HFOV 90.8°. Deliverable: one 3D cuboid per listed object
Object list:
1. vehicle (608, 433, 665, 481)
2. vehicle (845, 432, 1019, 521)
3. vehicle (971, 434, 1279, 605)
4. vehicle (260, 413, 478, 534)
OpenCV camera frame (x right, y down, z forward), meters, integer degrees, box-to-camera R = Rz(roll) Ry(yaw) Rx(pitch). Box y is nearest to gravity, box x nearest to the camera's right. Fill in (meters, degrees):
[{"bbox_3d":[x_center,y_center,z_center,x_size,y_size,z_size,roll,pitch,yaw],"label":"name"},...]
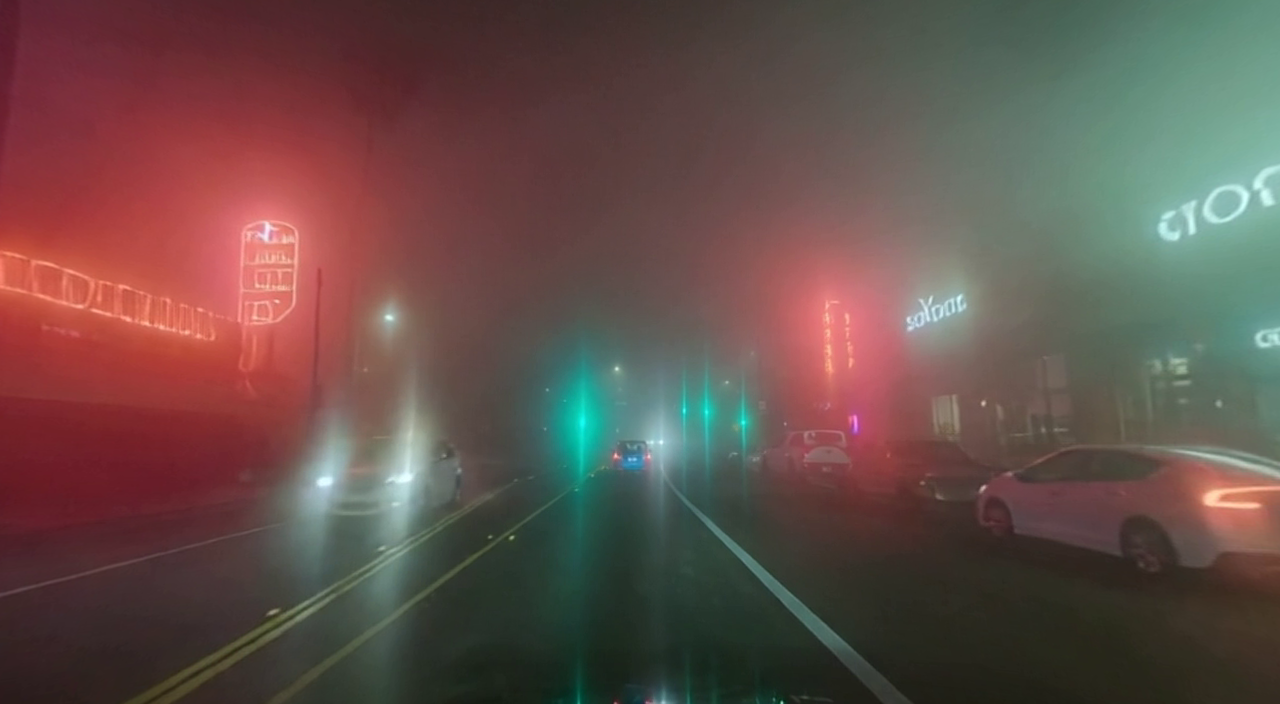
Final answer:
[{"bbox_3d":[-0.178,4.100,24.962,2.063,1.664,4.471,0,-8,-1],"label":"vehicle"},{"bbox_3d":[6.089,2.608,13.828,1.747,1.619,4.157,0,-8,-1],"label":"vehicle"},{"bbox_3d":[6.260,1.814,7.873,1.885,1.506,4.302,0,-8,-1],"label":"vehicle"},{"bbox_3d":[-4.630,2.141,11.721,2.188,1.797,4.358,0,-8,-1],"label":"vehicle"}]
